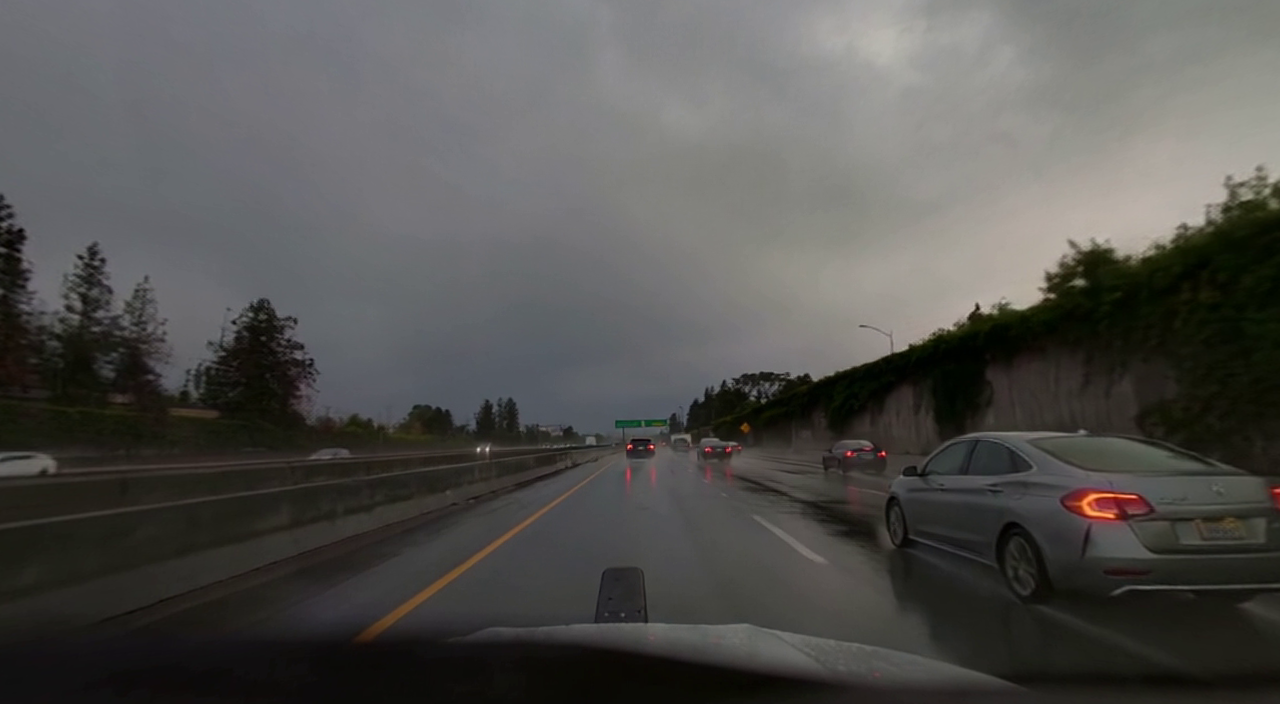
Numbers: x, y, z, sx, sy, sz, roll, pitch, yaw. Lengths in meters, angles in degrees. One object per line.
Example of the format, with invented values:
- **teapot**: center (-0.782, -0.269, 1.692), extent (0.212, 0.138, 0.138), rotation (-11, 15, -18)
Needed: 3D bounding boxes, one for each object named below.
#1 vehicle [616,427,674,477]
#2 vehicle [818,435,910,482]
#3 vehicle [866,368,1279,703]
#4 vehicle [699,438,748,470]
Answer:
- **vehicle**: center (0.182, 4.044, 25.802), extent (2.189, 1.852, 4.038), rotation (0, -8, 0)
- **vehicle**: center (8.034, 3.847, 23.067), extent (1.810, 1.516, 4.183), rotation (-1, -8, 0)
- **vehicle**: center (3.700, 1.213, 5.232), extent (2.003, 1.661, 4.418), rotation (-1, -8, 0)
- **vehicle**: center (4.150, 5.095, 31.790), extent (1.825, 1.487, 4.034), rotation (0, -8, -1)
